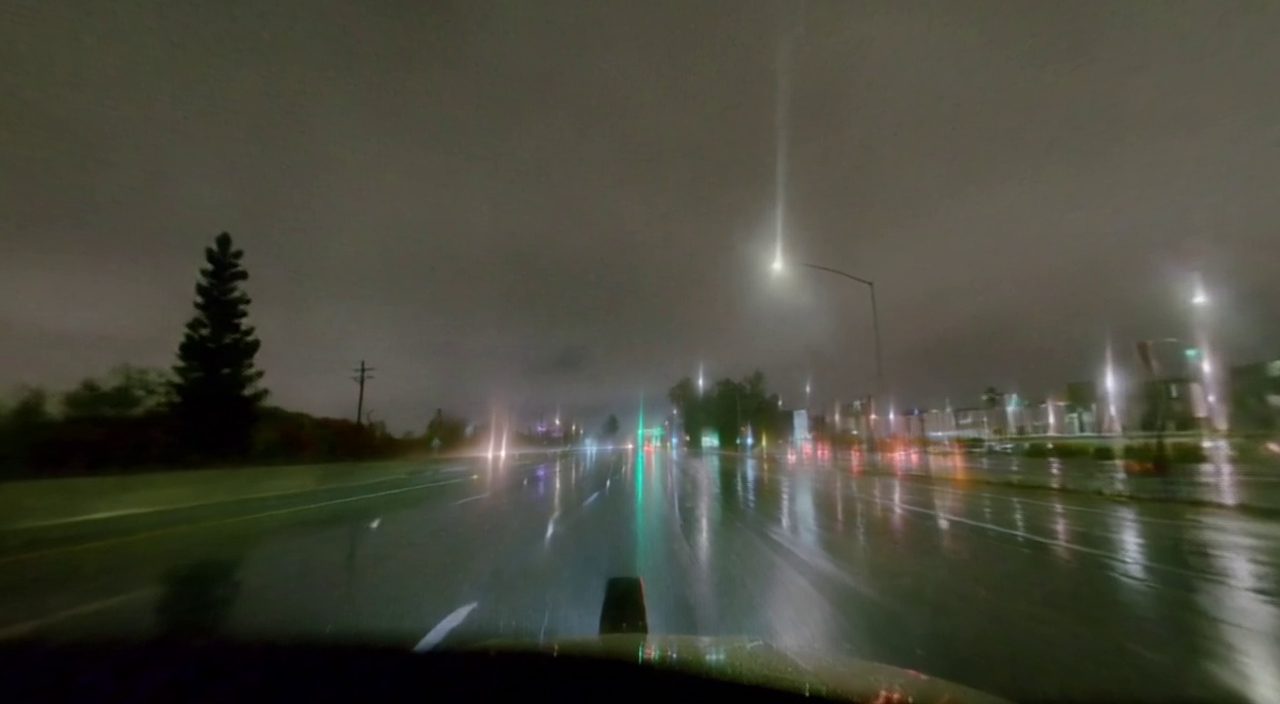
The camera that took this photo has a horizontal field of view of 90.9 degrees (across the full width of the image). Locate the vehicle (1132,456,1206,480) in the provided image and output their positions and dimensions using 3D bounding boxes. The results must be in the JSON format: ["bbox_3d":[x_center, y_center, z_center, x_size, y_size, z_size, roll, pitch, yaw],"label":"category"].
[{"bbox_3d":[39.674,8.666,47.340,3.862,1.573,1.823,-2,-9,-3],"label":"vehicle"}]
